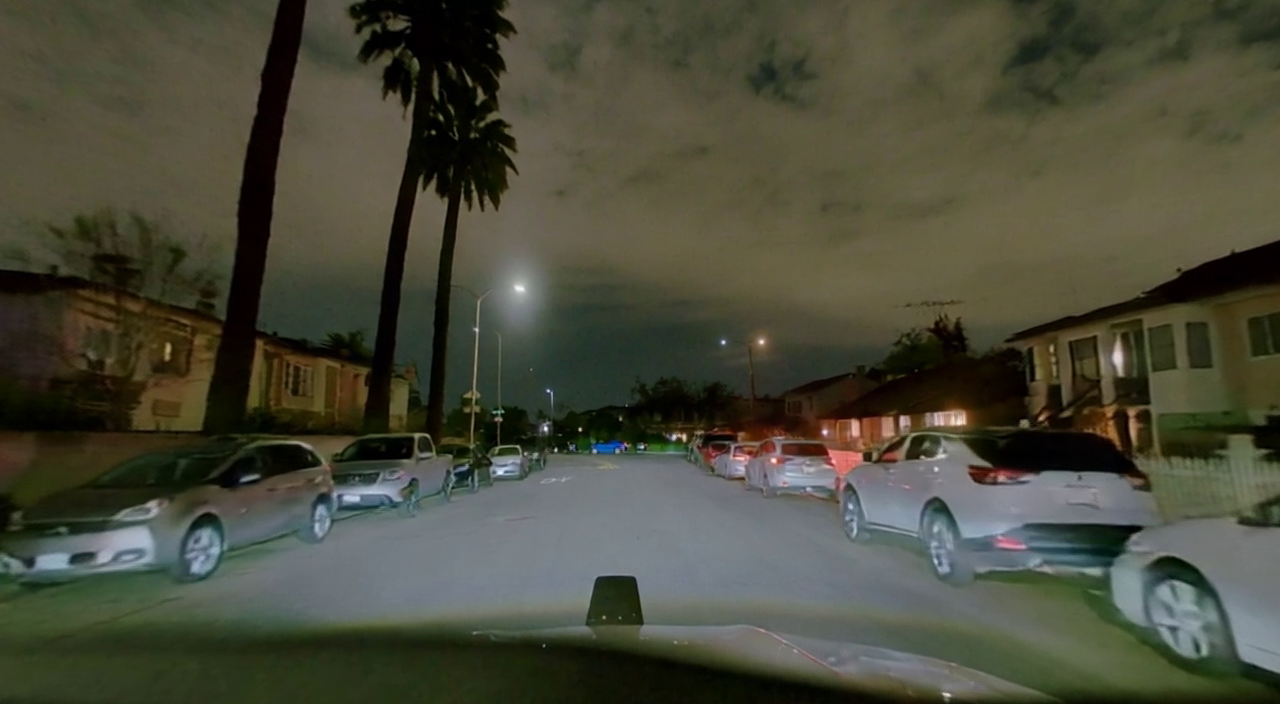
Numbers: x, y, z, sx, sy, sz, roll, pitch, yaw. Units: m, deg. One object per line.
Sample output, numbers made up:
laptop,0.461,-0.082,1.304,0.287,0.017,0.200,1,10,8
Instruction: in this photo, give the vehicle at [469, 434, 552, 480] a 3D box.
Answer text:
vehicle,-5.521,4.583,27.976,2.316,1.808,5.876,0,-8,1

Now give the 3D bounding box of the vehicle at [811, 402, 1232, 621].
vehicle,3.858,1.681,7.717,2.116,1.817,4.652,0,-8,-1

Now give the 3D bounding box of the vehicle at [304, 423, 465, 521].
vehicle,-5.624,2.682,14.713,1.963,1.859,4.884,0,-8,-4

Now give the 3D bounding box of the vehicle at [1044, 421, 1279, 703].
vehicle,4.040,0.973,2.229,1.870,1.506,4.897,0,-8,-2

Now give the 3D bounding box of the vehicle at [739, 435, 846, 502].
vehicle,4.152,3.216,17.930,1.998,1.649,4.175,0,-8,0

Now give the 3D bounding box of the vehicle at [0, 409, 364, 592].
vehicle,-5.650,1.800,8.567,1.947,1.803,4.381,0,-8,-2
